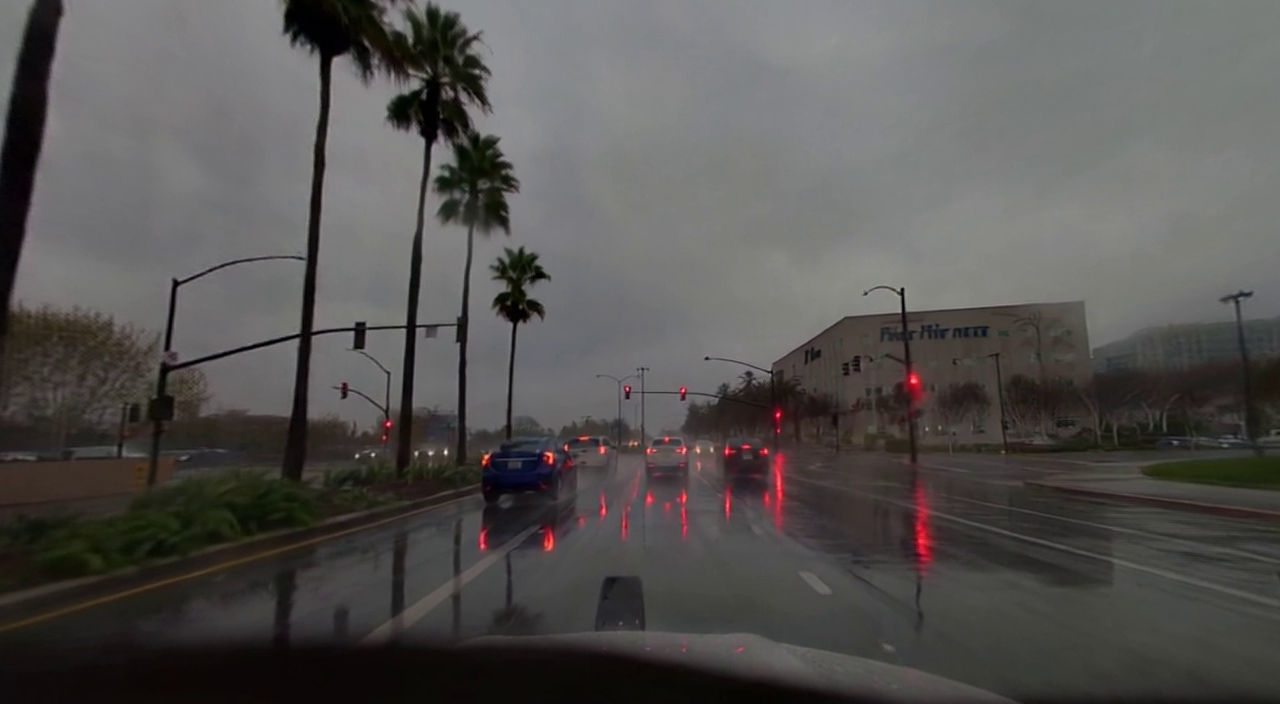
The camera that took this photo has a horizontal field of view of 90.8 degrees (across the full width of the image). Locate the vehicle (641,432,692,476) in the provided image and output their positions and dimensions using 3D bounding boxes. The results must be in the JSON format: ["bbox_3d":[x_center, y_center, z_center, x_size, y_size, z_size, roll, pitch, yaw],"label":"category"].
[{"bbox_3d":[1.146,4.408,27.515,2.060,1.730,4.257,-1,-9,2],"label":"vehicle"}]

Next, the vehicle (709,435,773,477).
[{"bbox_3d":[4.016,4.219,25.806,1.936,1.567,3.896,0,-9,0],"label":"vehicle"}]

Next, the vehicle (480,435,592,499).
[{"bbox_3d":[-2.631,3.061,17.204,1.962,1.480,4.605,-1,-9,4],"label":"vehicle"}]
